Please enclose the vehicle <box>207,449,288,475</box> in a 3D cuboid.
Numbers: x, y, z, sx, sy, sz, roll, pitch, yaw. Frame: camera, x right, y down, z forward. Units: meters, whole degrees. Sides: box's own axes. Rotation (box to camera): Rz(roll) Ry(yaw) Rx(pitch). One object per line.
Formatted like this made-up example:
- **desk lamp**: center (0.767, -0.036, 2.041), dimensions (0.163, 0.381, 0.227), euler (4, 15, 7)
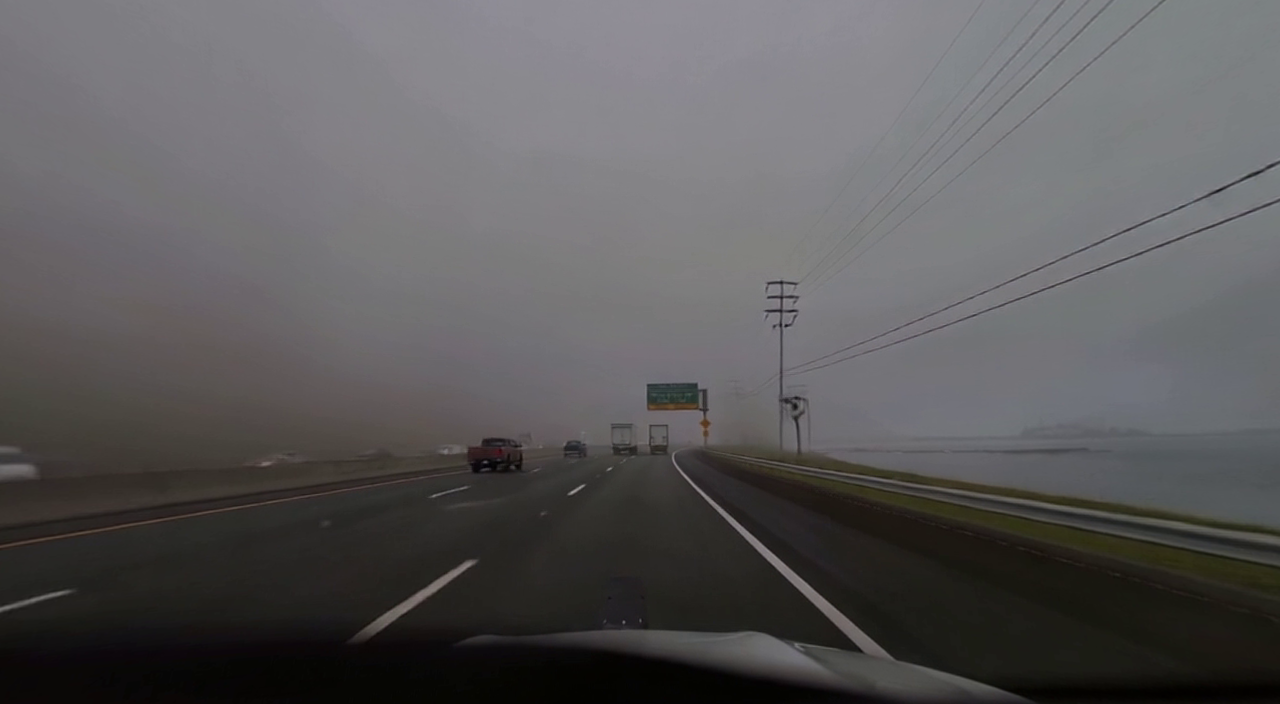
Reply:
- **vehicle**: center (-23.835, 6.664, 38.546), dimensions (1.966, 1.446, 4.490), euler (-1, -8, 2)
